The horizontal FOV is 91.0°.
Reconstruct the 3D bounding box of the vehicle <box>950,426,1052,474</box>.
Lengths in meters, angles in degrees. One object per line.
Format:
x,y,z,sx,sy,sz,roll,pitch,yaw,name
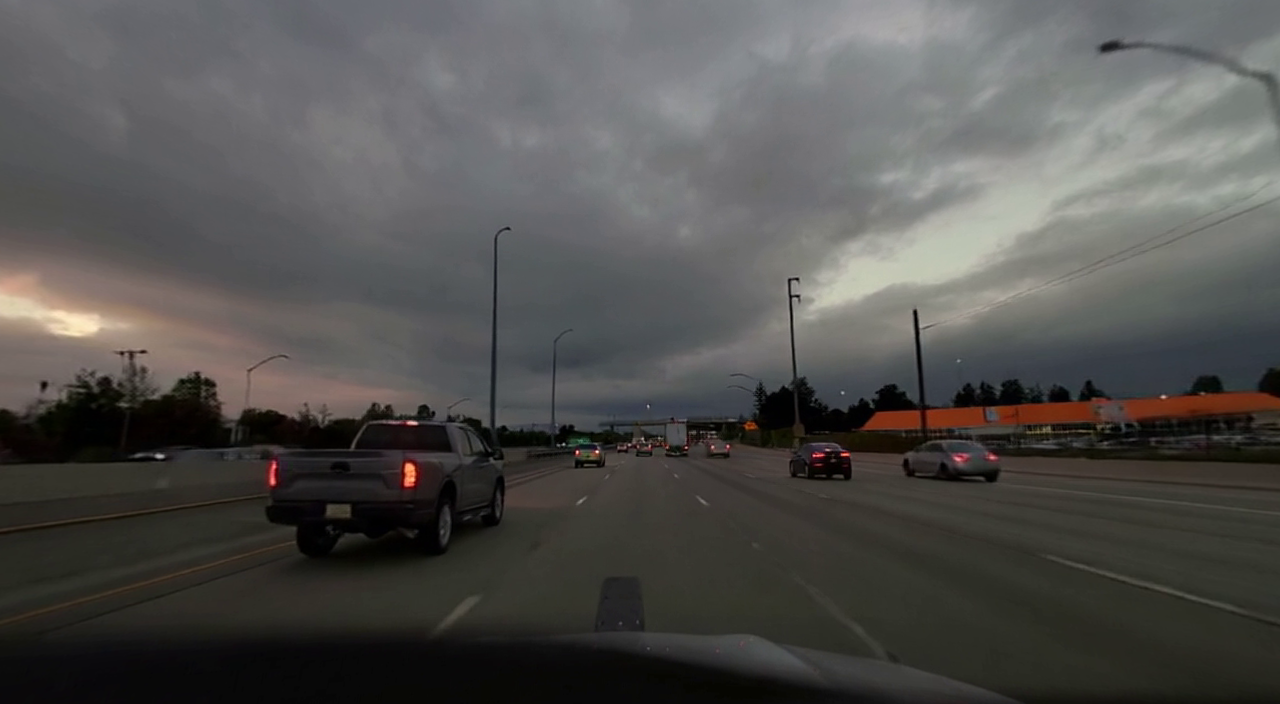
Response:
25.931,7.148,45.601,2.893,3.189,6.320,2,-9,-8,vehicle

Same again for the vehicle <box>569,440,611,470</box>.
-2.698,5.689,34.900,1.929,1.521,4.097,0,-9,1,vehicle

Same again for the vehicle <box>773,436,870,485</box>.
6.106,3.722,21.823,1.980,1.501,4.433,0,-9,-1,vehicle

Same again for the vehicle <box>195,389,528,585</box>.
-2.988,1.590,8.179,2.130,1.799,4.583,0,-9,1,vehicle

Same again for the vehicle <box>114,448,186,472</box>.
-32.631,7.173,42.094,1.655,1.481,3.729,0,-9,3,vehicle
